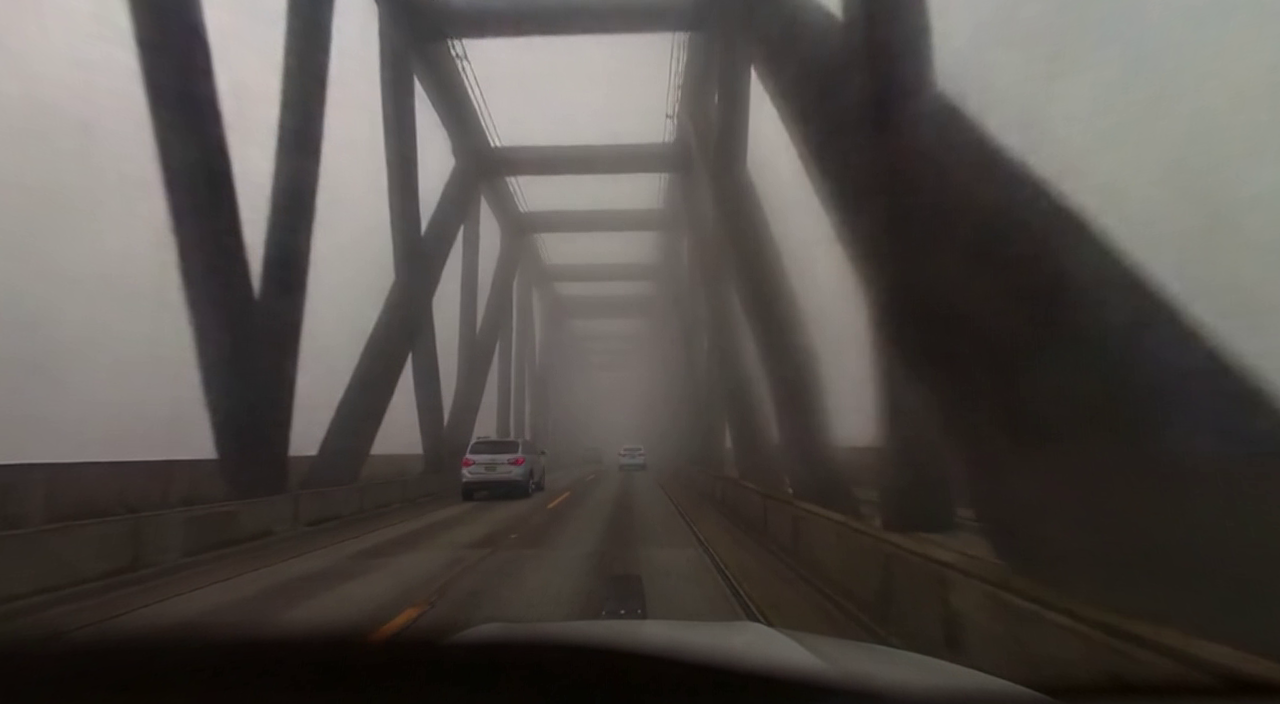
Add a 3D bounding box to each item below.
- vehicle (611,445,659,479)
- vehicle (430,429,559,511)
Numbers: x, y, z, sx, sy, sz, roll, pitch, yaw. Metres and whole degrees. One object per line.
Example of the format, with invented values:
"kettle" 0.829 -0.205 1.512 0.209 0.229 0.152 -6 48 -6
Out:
"vehicle" -0.254 5.060 29.248 2.048 1.450 3.973 -1 -9 -1
"vehicle" -3.584 3.019 16.607 2.190 1.807 4.741 -1 -9 1
